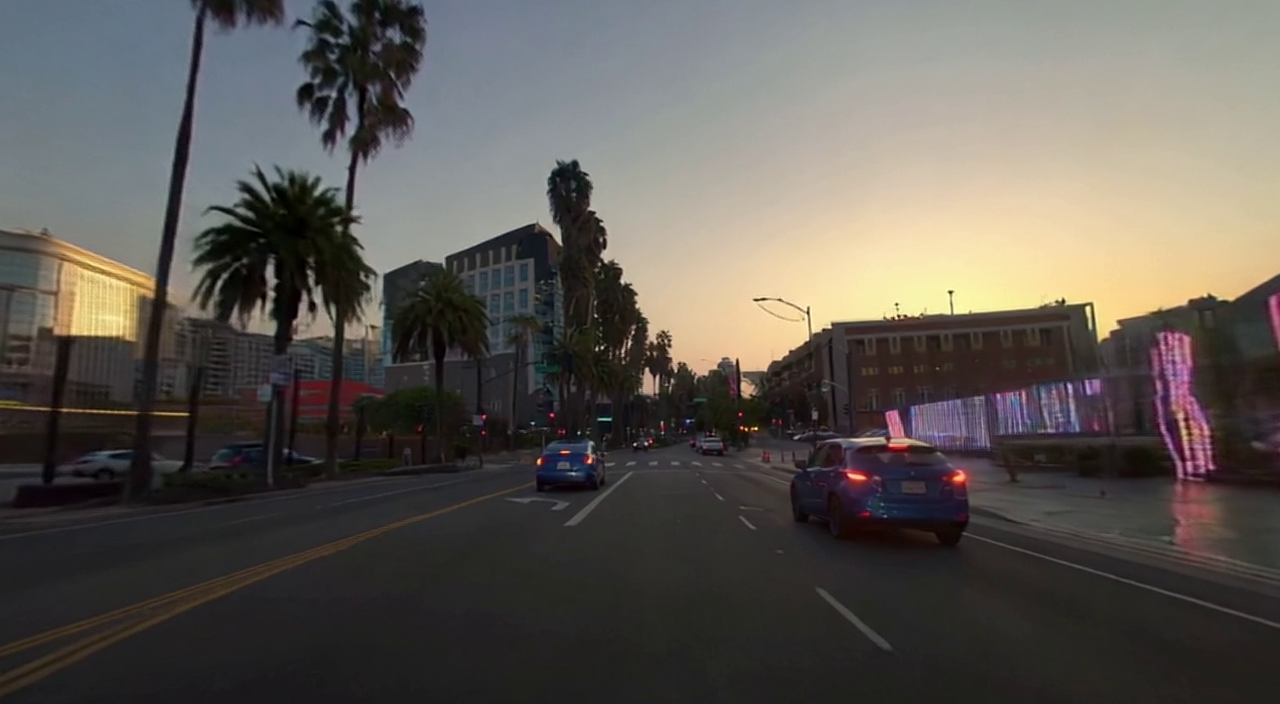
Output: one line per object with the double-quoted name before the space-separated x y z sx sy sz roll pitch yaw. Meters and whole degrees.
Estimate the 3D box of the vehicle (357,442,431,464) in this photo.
"vehicle" -18.645 7.662 48.050 4.834 1.589 1.907 0 -8 -5

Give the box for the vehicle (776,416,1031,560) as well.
"vehicle" 3.555 1.914 9.617 1.983 1.654 4.354 0 -8 0

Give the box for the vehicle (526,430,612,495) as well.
"vehicle" -1.940 3.210 18.703 2.063 1.664 4.471 0 -8 -1

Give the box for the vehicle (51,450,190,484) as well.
"vehicle" -24.765 5.466 30.362 1.800 1.462 4.752 -4 -9 21

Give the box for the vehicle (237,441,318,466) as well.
"vehicle" -26.835 7.547 46.943 4.683 1.748 2.076 0 -8 -2

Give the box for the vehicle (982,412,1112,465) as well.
"vehicle" 17.065 3.611 26.391 5.652 1.992 2.202 5 -10 -32
